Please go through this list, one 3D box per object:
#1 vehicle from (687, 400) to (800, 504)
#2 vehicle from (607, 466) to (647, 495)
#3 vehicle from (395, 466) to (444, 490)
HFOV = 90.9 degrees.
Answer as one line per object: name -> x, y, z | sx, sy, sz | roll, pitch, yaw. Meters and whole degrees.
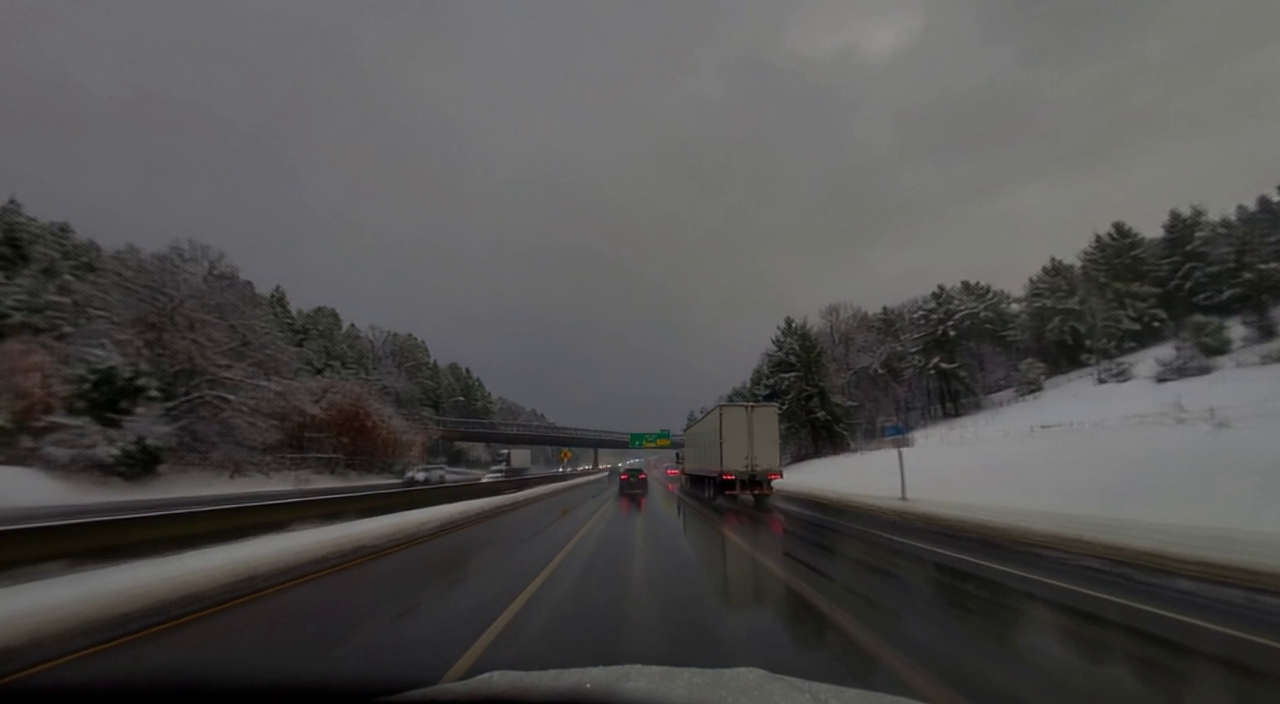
vehicle -> 4.581, 5.233, 31.976 | 3.218, 4.001, 14.492 | 1, -10, 0
vehicle -> -0.677, 6.966, 34.352 | 2.010, 1.436, 3.973 | 1, -10, 0
vehicle -> -15.799, 9.038, 45.393 | 1.886, 1.594, 4.184 | 1, -10, 1
